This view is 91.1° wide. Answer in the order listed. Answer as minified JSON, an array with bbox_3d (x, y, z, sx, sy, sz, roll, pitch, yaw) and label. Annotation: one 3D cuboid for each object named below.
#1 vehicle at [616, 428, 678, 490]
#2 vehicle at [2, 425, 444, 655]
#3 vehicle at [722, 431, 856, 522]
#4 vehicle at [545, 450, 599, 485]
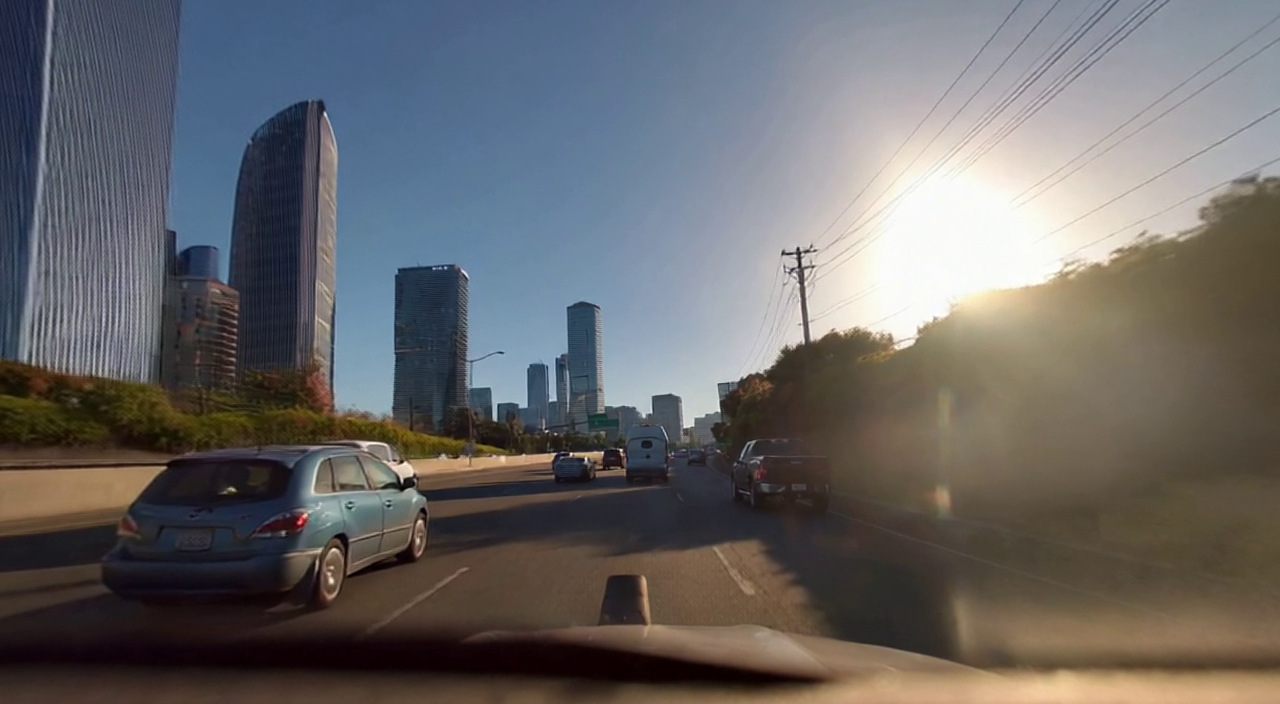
[{"bbox_3d":[0.458,4.707,28.029,2.457,2.440,5.486,-1,-9,4],"label":"vehicle"},{"bbox_3d":[-3.628,1.647,6.488,1.934,1.643,3.718,0,-9,1],"label":"vehicle"},{"bbox_3d":[3.484,3.006,15.737,2.283,1.923,4.427,0,-9,1],"label":"vehicle"},{"bbox_3d":[-3.241,5.649,30.961,1.984,1.567,4.311,0,-9,3],"label":"vehicle"}]
